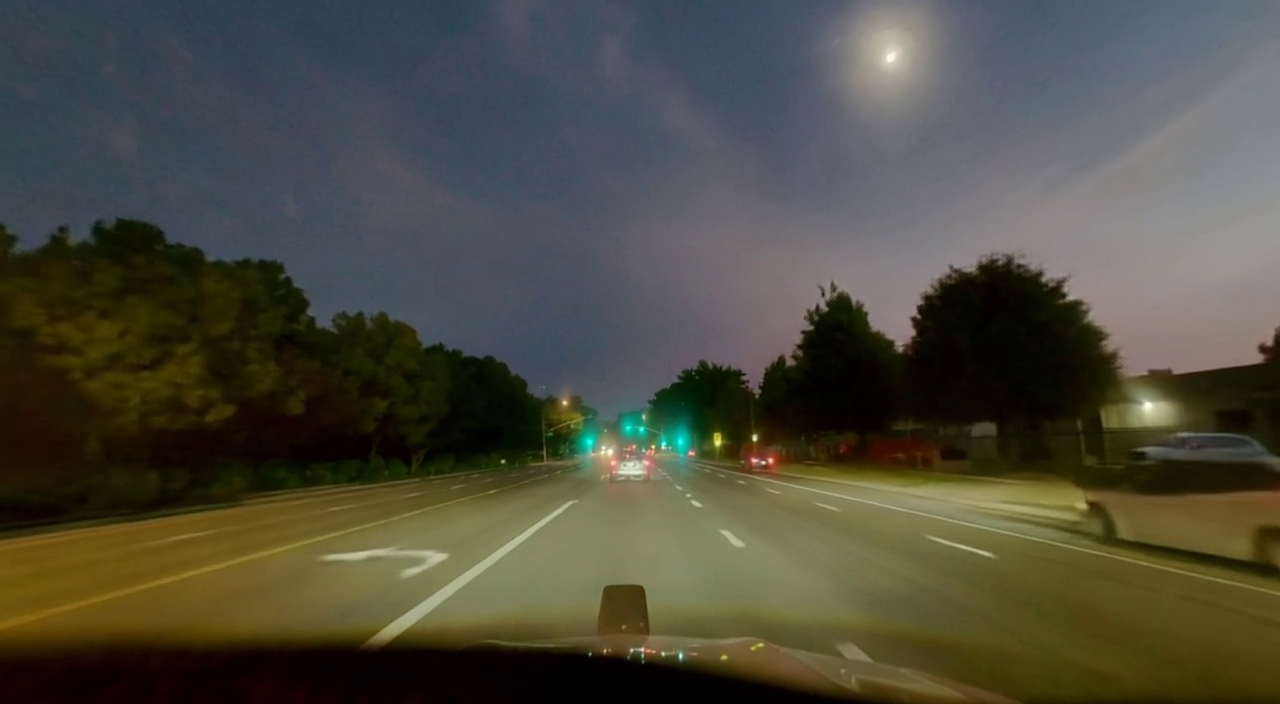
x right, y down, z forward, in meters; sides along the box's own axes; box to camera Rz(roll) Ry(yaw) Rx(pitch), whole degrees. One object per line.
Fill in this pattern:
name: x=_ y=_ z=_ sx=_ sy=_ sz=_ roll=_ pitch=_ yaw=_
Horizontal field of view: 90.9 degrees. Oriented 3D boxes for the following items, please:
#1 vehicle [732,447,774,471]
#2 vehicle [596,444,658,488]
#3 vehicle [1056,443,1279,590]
vehicle: x=7.705 y=7.350 z=43.433 sx=2.164 sy=1.511 sz=4.571 roll=0 pitch=-8 yaw=1
vehicle: x=-0.418 y=4.194 z=23.576 sx=2.099 sy=1.470 sz=4.302 roll=0 pitch=-8 yaw=0
vehicle: x=7.506 y=1.796 z=7.262 sx=2.131 sy=1.474 sz=4.752 roll=0 pitch=-8 yaw=-1
